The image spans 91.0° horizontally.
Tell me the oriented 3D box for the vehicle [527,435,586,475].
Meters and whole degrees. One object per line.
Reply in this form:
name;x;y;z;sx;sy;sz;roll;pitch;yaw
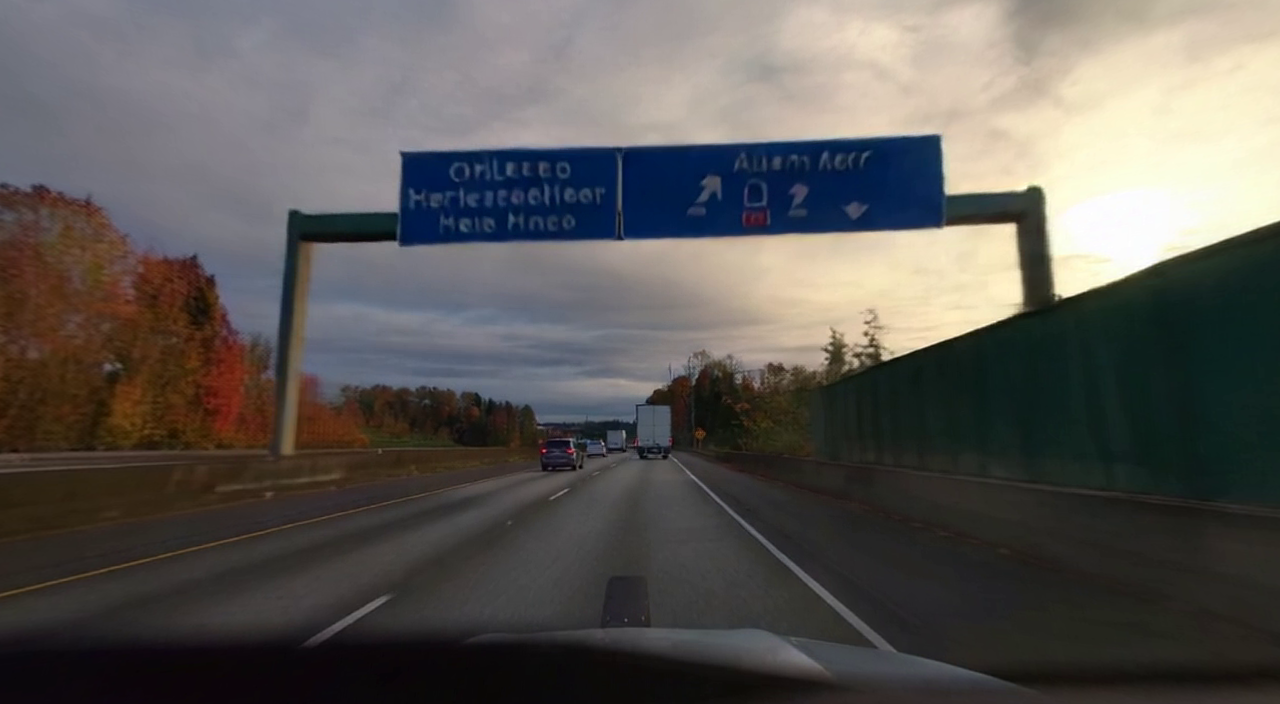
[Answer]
vehicle;-3.524;4.403;27.185;1.927;1.556;3.921;0;-8;1

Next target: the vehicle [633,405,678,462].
vehicle;1.090;6.031;46.327;2.933;3.701;10.425;0;-8;1

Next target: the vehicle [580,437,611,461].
vehicle;-3.138;6.962;45.273;1.962;1.575;4.158;0;-8;0
